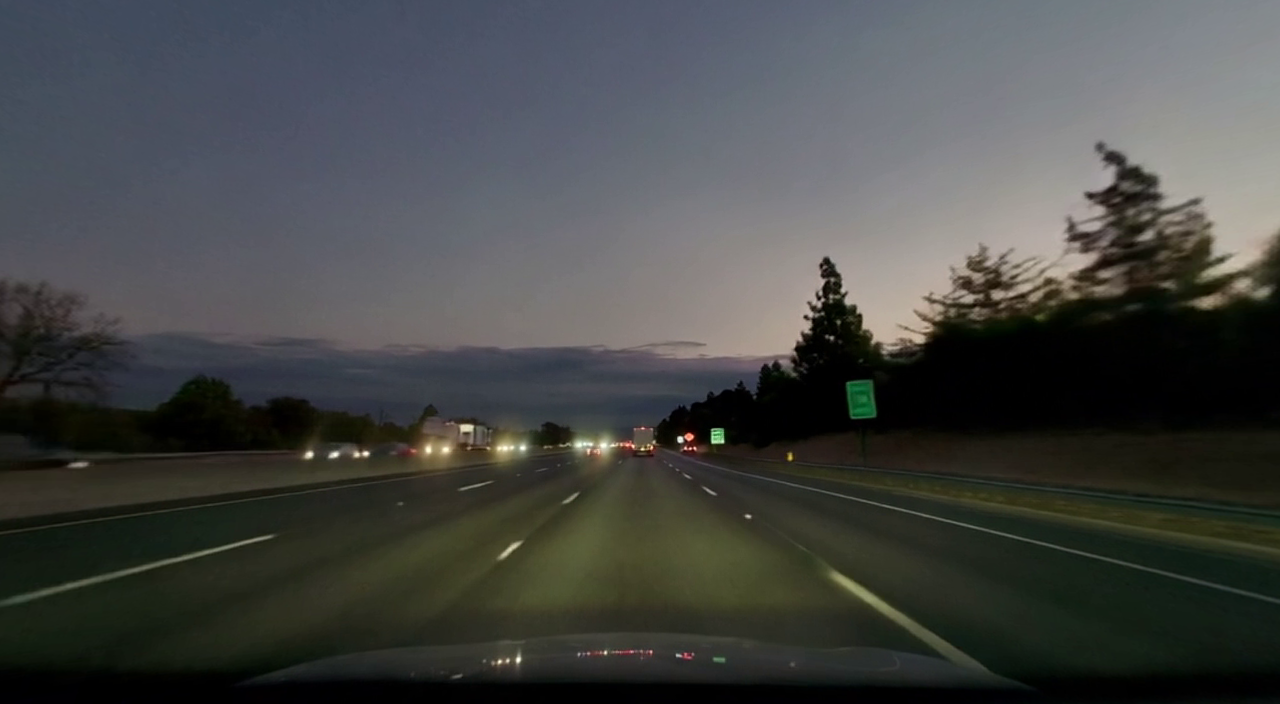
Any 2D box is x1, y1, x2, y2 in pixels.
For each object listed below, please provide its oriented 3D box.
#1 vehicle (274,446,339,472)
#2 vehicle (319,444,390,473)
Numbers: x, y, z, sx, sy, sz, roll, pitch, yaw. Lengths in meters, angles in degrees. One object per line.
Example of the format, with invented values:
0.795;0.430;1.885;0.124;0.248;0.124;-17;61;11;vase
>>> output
-19.588;6.268;37.121;1.809;1.422;3.660;1;-8;0;vehicle
-15.993;5.948;35.456;2.131;1.493;3.900;0;-9;0;vehicle
